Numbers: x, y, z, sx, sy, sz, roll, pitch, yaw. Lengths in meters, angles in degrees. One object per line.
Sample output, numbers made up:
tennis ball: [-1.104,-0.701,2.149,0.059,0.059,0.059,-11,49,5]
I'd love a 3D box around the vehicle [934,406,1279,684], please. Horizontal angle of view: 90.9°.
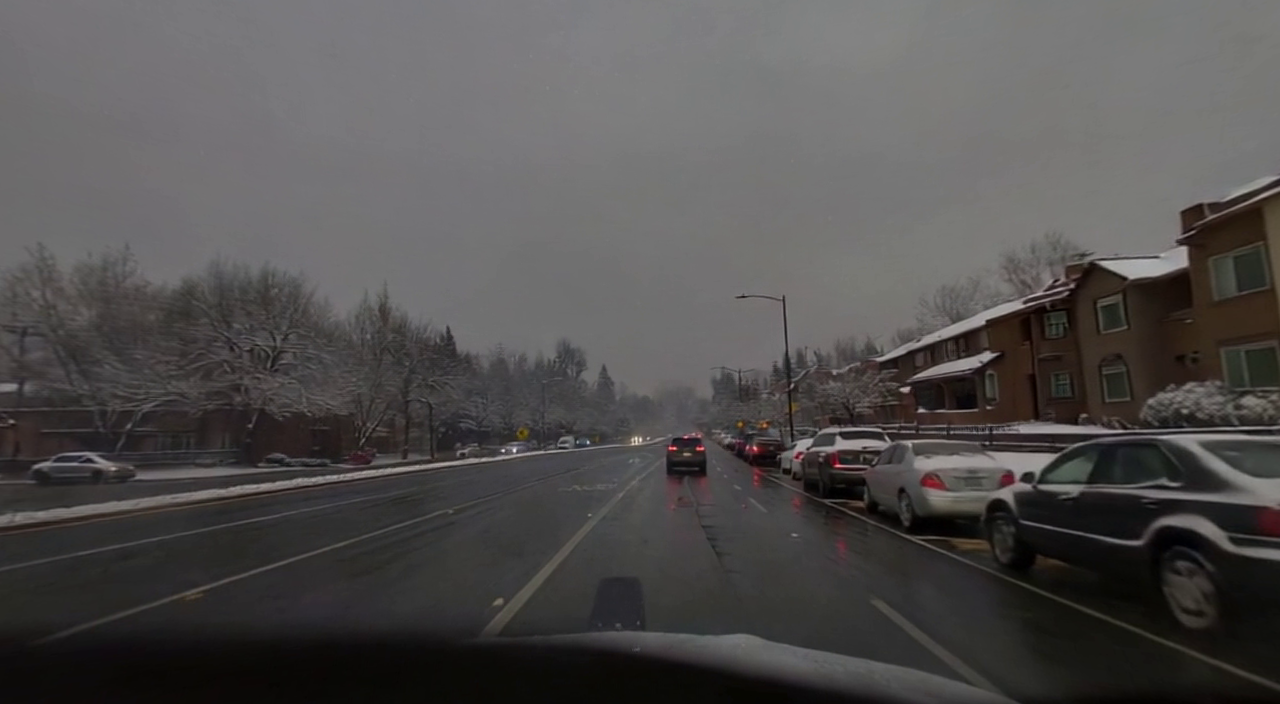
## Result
vehicle: [4.498,1.342,5.427,1.839,1.498,4.751,-1,-8,3]

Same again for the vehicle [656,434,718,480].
vehicle: [1.672,3.754,22.783,2.011,1.480,4.170,-1,-8,4]

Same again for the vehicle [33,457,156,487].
vehicle: [-29.079,6.396,33.709,4.591,1.468,1.805,1,-8,-8]

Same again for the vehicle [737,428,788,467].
vehicle: [6.160,4.872,32.156,2.018,1.813,4.701,-1,-8,5]
